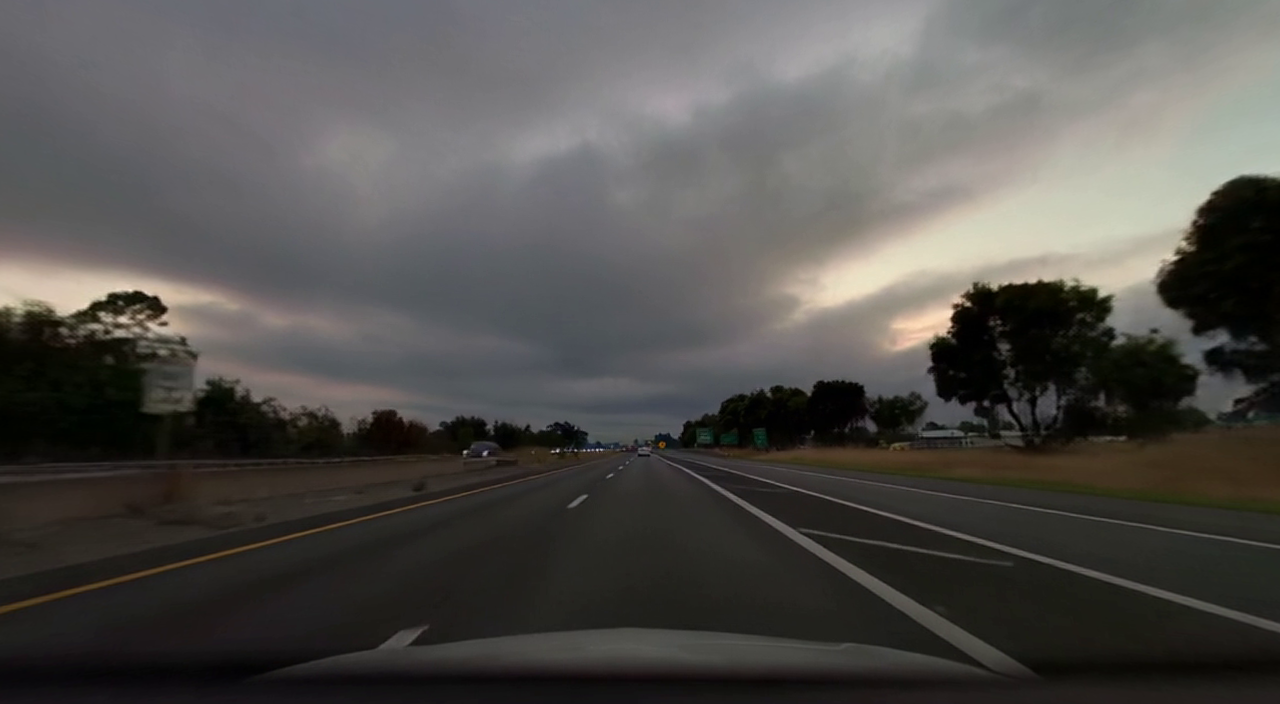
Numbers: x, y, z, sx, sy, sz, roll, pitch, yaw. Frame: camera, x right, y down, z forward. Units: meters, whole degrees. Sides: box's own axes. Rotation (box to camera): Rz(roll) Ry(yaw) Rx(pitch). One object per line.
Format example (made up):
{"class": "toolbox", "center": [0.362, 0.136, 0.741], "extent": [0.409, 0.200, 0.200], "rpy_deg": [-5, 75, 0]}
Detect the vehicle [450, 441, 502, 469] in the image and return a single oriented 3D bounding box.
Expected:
{"class": "vehicle", "center": [-11.866, 7.480, 46.047], "extent": [2.197, 1.891, 5.624], "rpy_deg": [0, -9, 1]}
